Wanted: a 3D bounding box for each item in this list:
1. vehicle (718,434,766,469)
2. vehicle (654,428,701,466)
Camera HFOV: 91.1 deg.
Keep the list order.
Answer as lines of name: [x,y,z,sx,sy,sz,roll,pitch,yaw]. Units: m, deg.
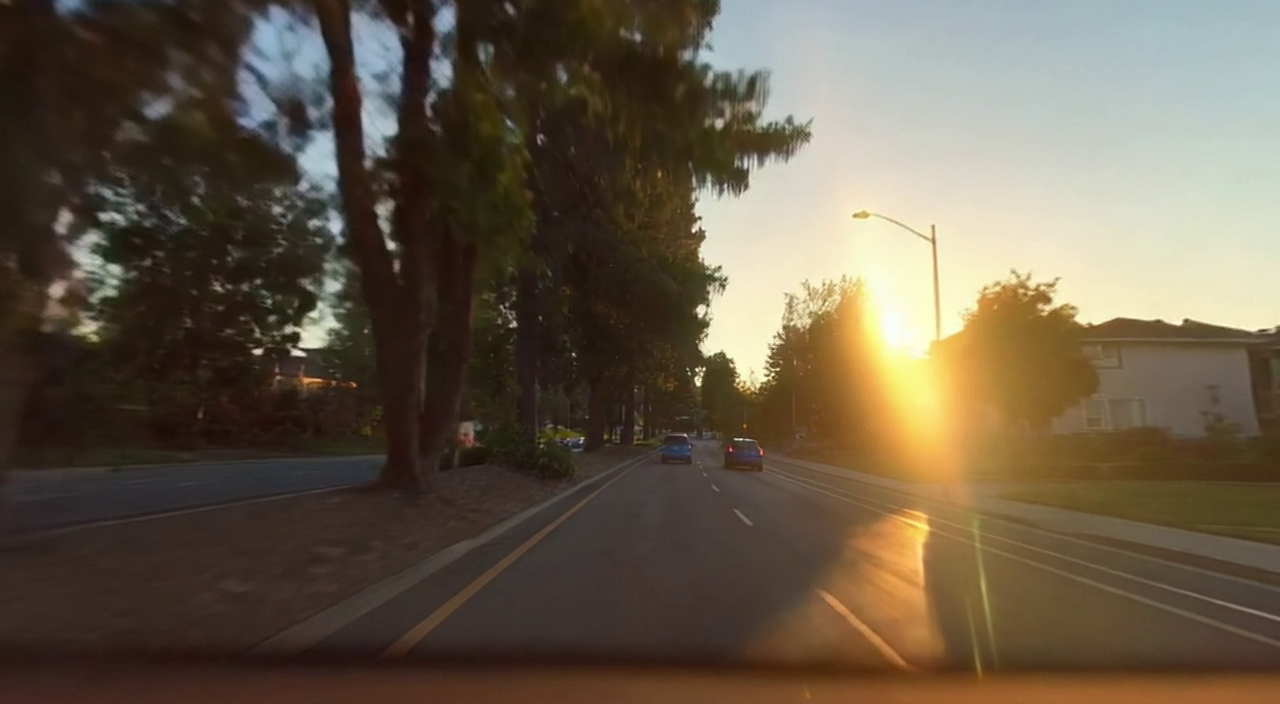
vehicle: [5.289,5.211,33.075,1.971,1.663,4.287,0,-8,2]
vehicle: [1.934,4.928,32.714,2.251,1.822,4.391,0,-8,3]
